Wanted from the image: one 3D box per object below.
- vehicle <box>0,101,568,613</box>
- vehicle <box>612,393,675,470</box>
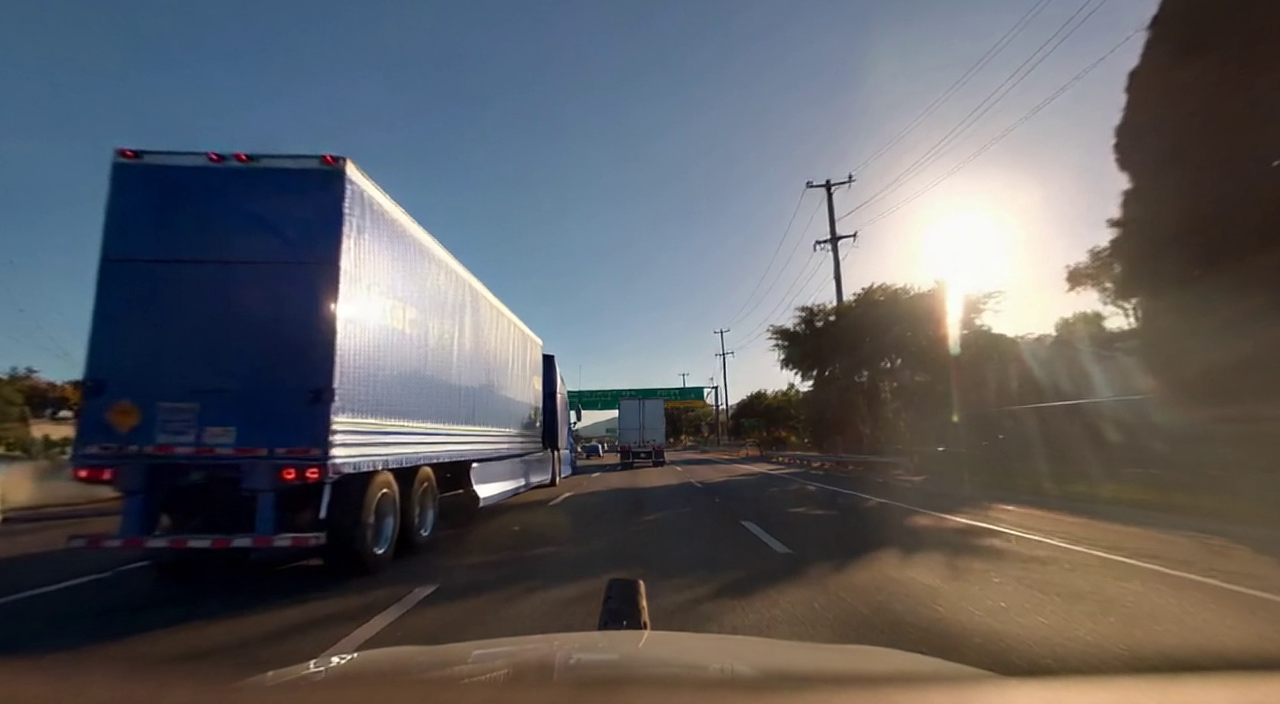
[{"bbox_3d":[-3.894,1.098,12.775,2.875,4.083,15.756,0,-9,0],"label":"vehicle"},{"bbox_3d":[0.103,4.458,34.579,2.941,3.604,9.851,0,-9,0],"label":"vehicle"}]
